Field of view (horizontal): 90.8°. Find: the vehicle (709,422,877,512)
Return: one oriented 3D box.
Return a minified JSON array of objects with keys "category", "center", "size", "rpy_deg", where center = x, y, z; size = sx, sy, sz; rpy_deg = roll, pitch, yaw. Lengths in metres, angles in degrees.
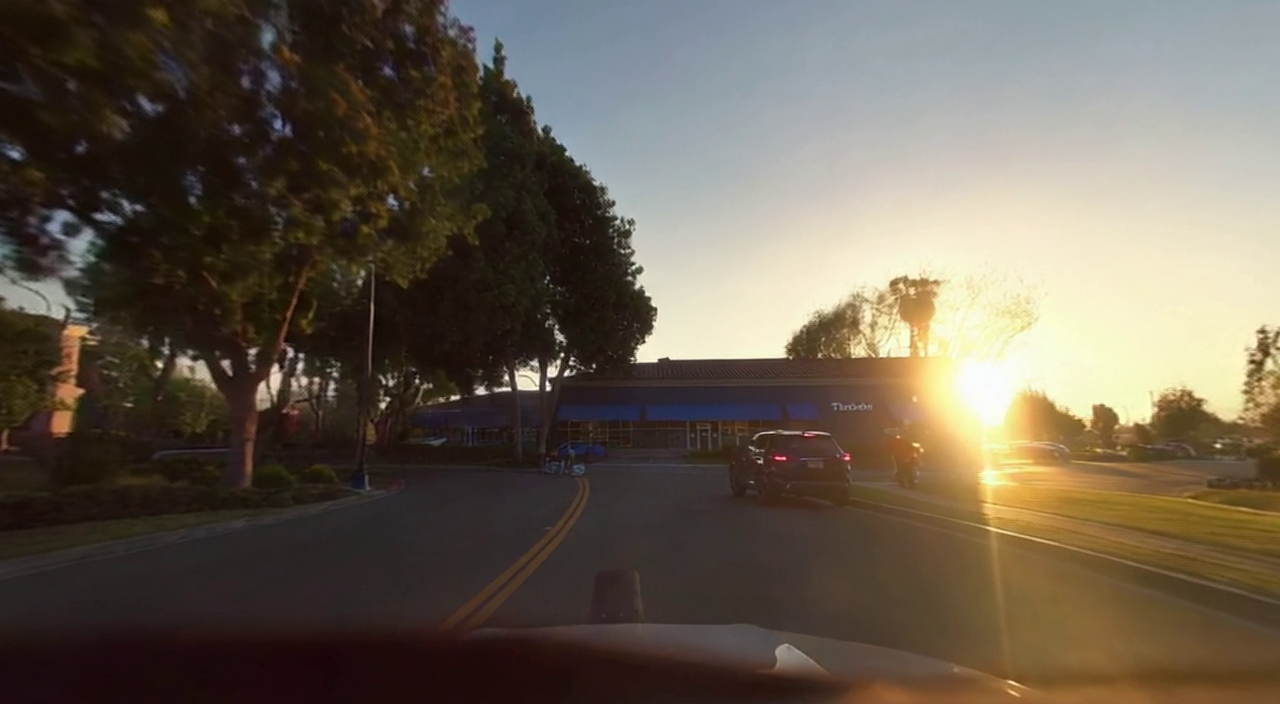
[{"category":"vehicle","center":[3.352,2.675,15.227],"size":[2.292,1.767,5.128],"rpy_deg":[1,-9,-6]}]

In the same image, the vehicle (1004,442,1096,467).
[{"category":"vehicle","center":[27.710,6.935,42.804],"size":[1.815,1.574,4.800],"rpy_deg":[8,-12,-44]}]

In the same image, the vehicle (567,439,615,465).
[{"category":"vehicle","center":[-3.438,6.894,43.622],"size":[2.007,1.639,4.444],"rpy_deg":[4,-9,-23]}]

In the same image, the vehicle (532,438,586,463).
[{"category":"vehicle","center":[-6.312,7.573,48.778],"size":[2.278,1.805,4.950],"rpy_deg":[5,-10,-31]}]
